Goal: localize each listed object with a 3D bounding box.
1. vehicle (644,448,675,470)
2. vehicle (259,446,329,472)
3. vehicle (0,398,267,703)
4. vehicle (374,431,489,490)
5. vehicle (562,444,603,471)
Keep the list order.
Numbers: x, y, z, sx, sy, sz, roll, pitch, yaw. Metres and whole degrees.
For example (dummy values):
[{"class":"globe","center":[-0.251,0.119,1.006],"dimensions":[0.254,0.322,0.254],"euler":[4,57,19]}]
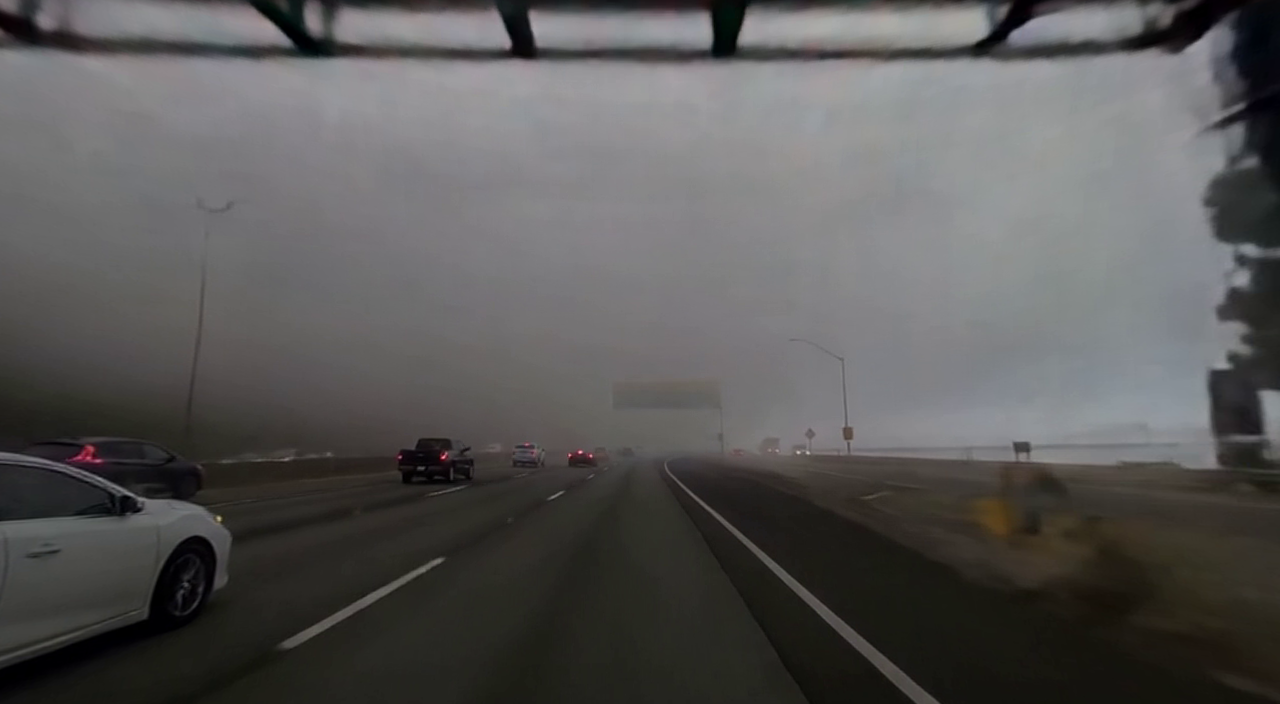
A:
[{"class":"vehicle","center":[1.408,7.750,45.791],"dimensions":[2.153,1.510,4.646],"euler":[0,-8,2]},{"class":"vehicle","center":[-20.375,6.297,37.272],"dimensions":[1.852,1.477,3.924],"euler":[0,-8,1]},{"class":"vehicle","center":[-4.180,0.983,2.956],"dimensions":[2.027,1.547,4.511],"euler":[0,-8,1]},{"class":"vehicle","center":[-7.508,3.968,23.446],"dimensions":[2.250,1.870,5.647],"euler":[0,-8,1]},{"class":"vehicle","center":[-3.764,7.011,42.026],"dimensions":[2.132,1.708,4.571],"euler":[0,-8,1]}]
